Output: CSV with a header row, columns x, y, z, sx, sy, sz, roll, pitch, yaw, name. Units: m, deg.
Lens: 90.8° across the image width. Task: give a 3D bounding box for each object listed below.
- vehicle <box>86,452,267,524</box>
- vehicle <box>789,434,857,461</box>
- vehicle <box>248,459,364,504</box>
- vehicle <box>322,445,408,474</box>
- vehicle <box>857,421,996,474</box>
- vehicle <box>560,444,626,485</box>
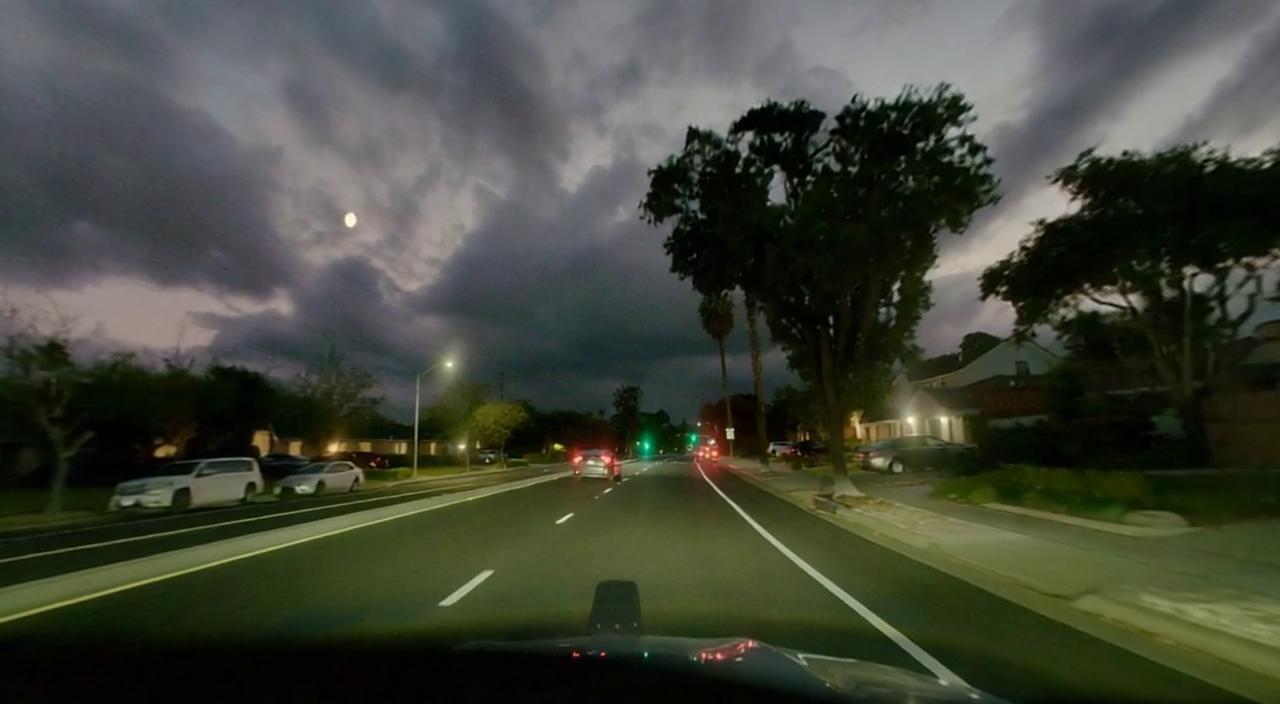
x,y,z,sx,sy,sz,roll,pitch,yaw,name
-13.623,3.970,19.007,1.895,1.802,4.454,-3,-9,3,vehicle
13.464,7.017,46.429,4.531,1.864,2.037,4,-10,-26,vehicle
-13.013,5.056,24.982,1.995,1.482,4.448,-4,-10,3,vehicle
-19.211,7.497,44.282,4.942,1.932,2.247,0,-9,-1,vehicle
11.511,3.927,25.690,4.549,1.672,2.008,-5,-10,3,vehicle
-1.756,4.443,25.243,2.035,1.474,4.284,0,-9,4,vehicle
